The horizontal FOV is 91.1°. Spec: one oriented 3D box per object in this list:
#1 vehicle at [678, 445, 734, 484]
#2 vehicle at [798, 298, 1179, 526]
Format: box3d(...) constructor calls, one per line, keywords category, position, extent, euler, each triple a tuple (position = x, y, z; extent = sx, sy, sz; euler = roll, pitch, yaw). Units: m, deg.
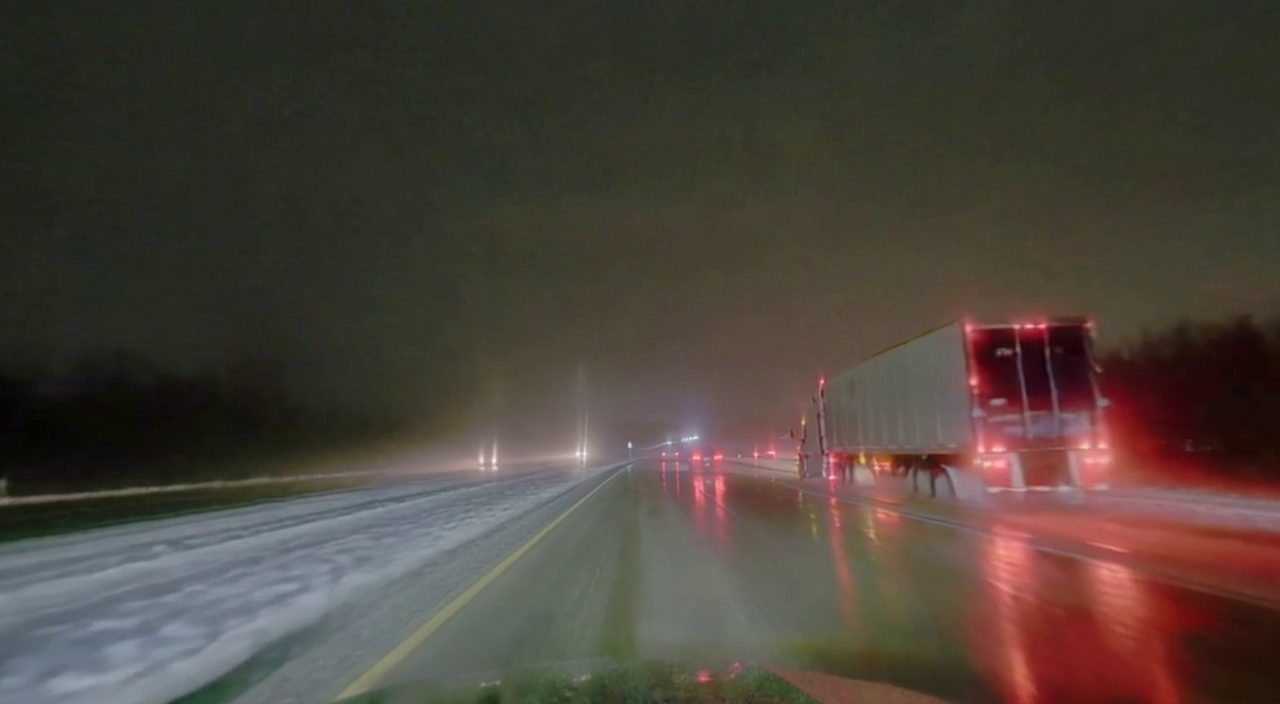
box3d(category="vehicle", position=(2.844, 4.934, 27.799), extent=(2.024, 1.579, 3.707), euler=(0, -9, -1))
box3d(category="vehicle", position=(7.851, 2.067, 18.068), extent=(2.907, 4.042, 13.858), euler=(0, -9, 0))
